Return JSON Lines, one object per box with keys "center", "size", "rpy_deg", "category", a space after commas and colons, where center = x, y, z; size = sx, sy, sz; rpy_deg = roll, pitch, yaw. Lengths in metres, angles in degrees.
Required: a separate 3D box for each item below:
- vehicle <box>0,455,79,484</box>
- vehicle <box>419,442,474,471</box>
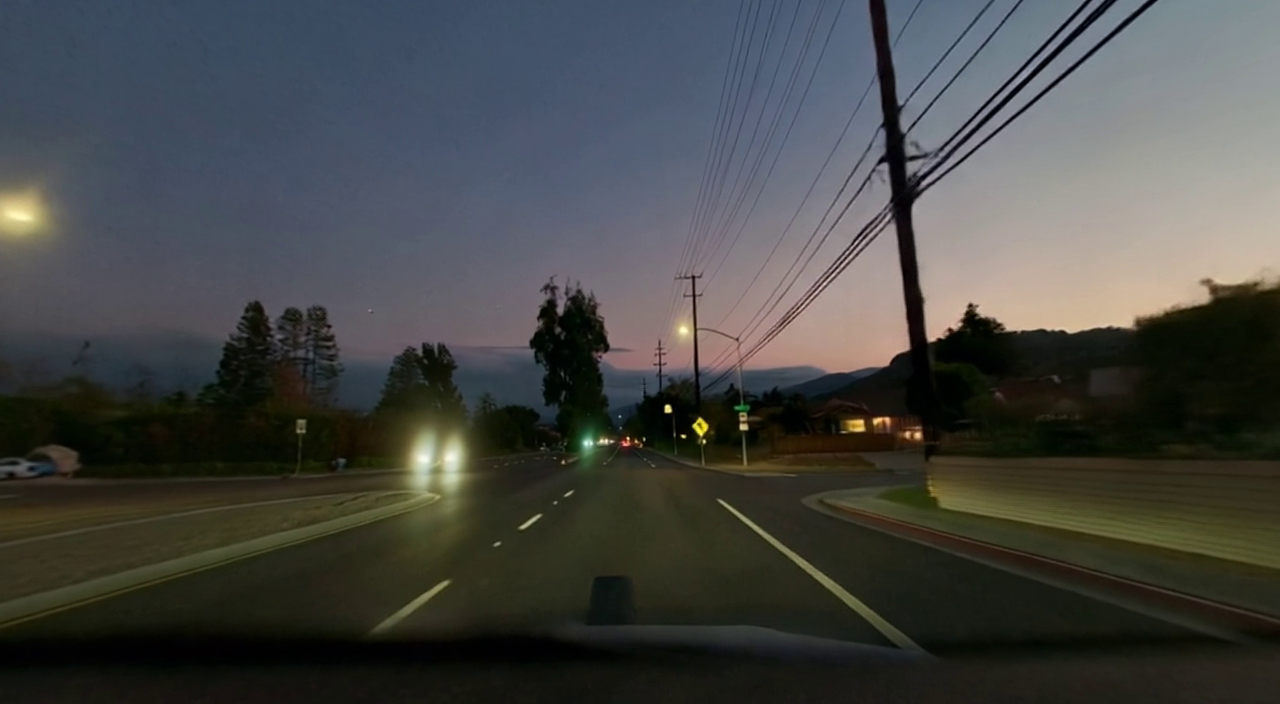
{"center": [-31.174, 5.869, 31.581], "size": [4.267, 1.381, 1.786], "rpy_deg": [1, -9, -6], "category": "vehicle"}
{"center": [-12.047, 6.510, 39.640], "size": [2.072, 1.680, 4.705], "rpy_deg": [0, -9, -1], "category": "vehicle"}
